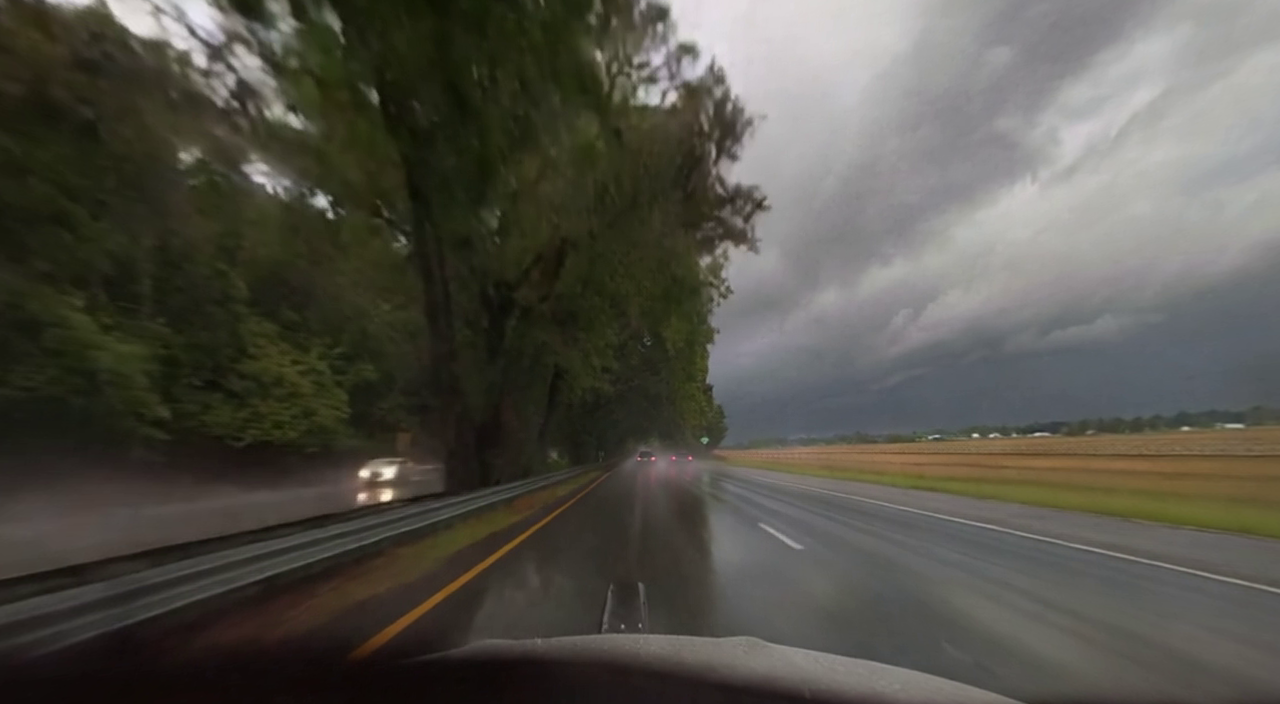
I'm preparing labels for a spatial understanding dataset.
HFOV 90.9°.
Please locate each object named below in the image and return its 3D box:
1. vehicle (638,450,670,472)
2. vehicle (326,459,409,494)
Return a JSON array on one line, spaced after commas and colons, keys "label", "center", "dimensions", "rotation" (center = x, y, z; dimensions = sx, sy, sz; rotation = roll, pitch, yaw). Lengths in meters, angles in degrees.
[{"label": "vehicle", "center": [0.954, 7.854, 45.450], "dimensions": [2.162, 1.492, 3.975], "rotation": [0, -9, 0]}, {"label": "vehicle", "center": [-12.511, 5.721, 29.260], "dimensions": [1.873, 1.452, 4.361], "rotation": [0, -9, 0]}]
